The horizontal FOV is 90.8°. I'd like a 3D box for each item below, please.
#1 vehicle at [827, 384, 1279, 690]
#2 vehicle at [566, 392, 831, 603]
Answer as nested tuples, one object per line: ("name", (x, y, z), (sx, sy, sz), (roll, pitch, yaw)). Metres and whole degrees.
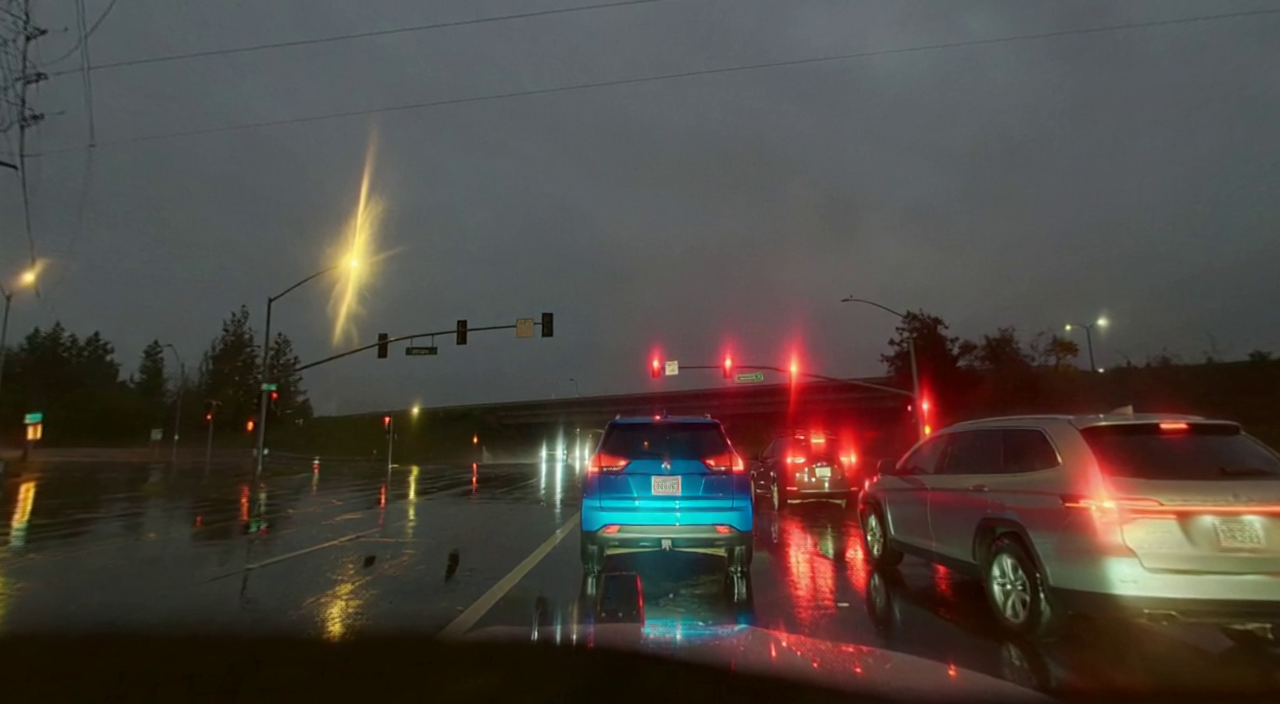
("vehicle", (3.405, 1.338, 5.794), (1.990, 1.649, 4.625), (0, -8, 0))
("vehicle", (0.446, 1.553, 7.607), (2.240, 1.778, 4.335), (0, -8, -1))
